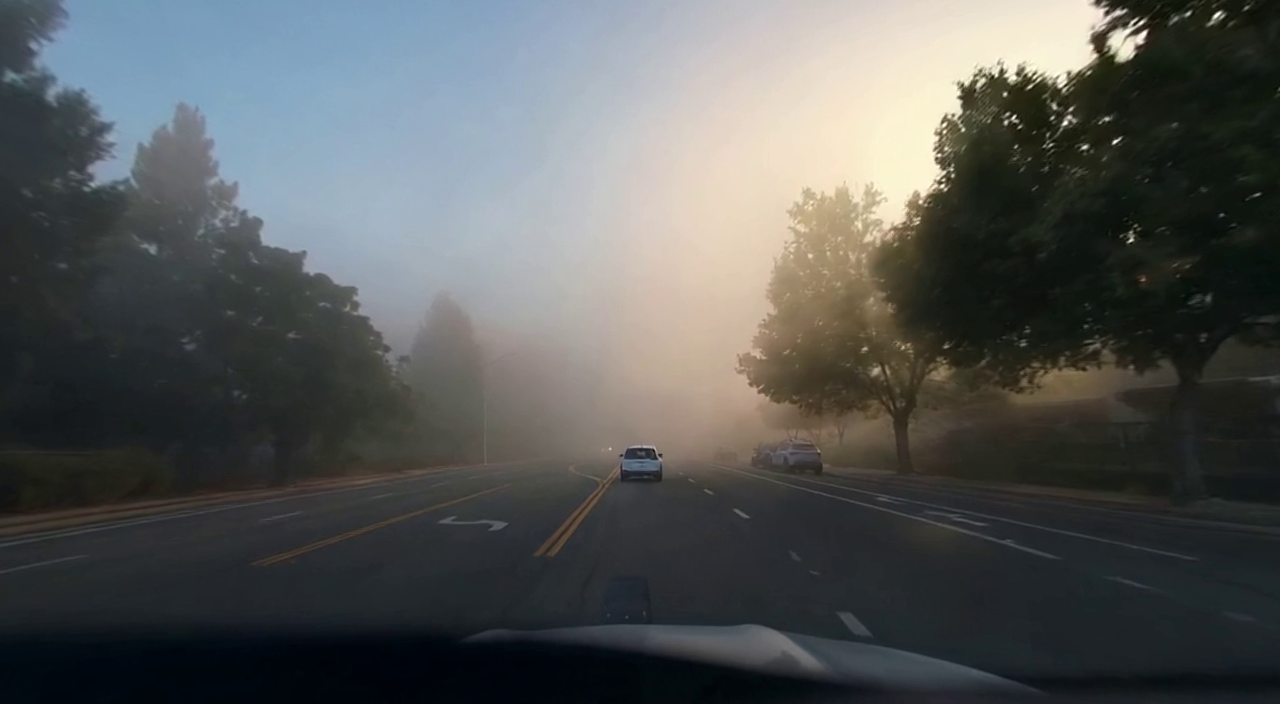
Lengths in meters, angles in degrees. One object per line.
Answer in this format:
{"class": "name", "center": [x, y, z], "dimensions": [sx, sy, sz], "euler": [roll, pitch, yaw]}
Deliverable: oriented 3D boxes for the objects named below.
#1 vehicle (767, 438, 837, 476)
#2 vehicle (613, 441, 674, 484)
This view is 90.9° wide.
{"class": "vehicle", "center": [8.273, 5.411, 32.772], "dimensions": [2.185, 1.818, 5.038], "euler": [0, -8, -2]}
{"class": "vehicle", "center": [0.103, 4.134, 23.880], "dimensions": [2.099, 1.470, 4.302], "euler": [0, -8, 0]}
